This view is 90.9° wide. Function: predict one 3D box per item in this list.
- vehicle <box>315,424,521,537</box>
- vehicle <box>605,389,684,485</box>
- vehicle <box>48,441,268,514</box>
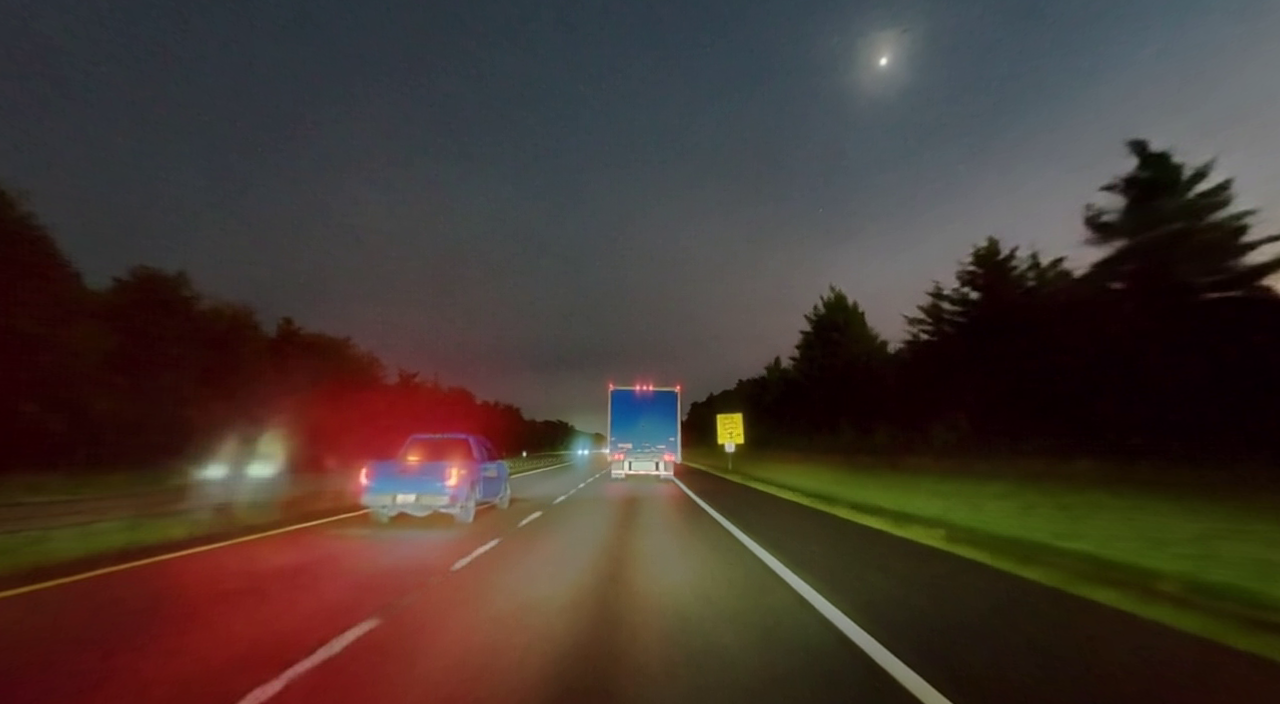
[{"bbox_3d":[-3.723,2.251,11.611,2.160,1.661,4.388,0,-9,0],"label":"vehicle"},{"bbox_3d":[0.000,3.816,27.656,2.913,3.530,8.648,1,-9,-2],"label":"vehicle"},{"bbox_3d":[-11.417,2.966,15.459,2.002,1.506,4.416,1,-9,-2],"label":"vehicle"}]
